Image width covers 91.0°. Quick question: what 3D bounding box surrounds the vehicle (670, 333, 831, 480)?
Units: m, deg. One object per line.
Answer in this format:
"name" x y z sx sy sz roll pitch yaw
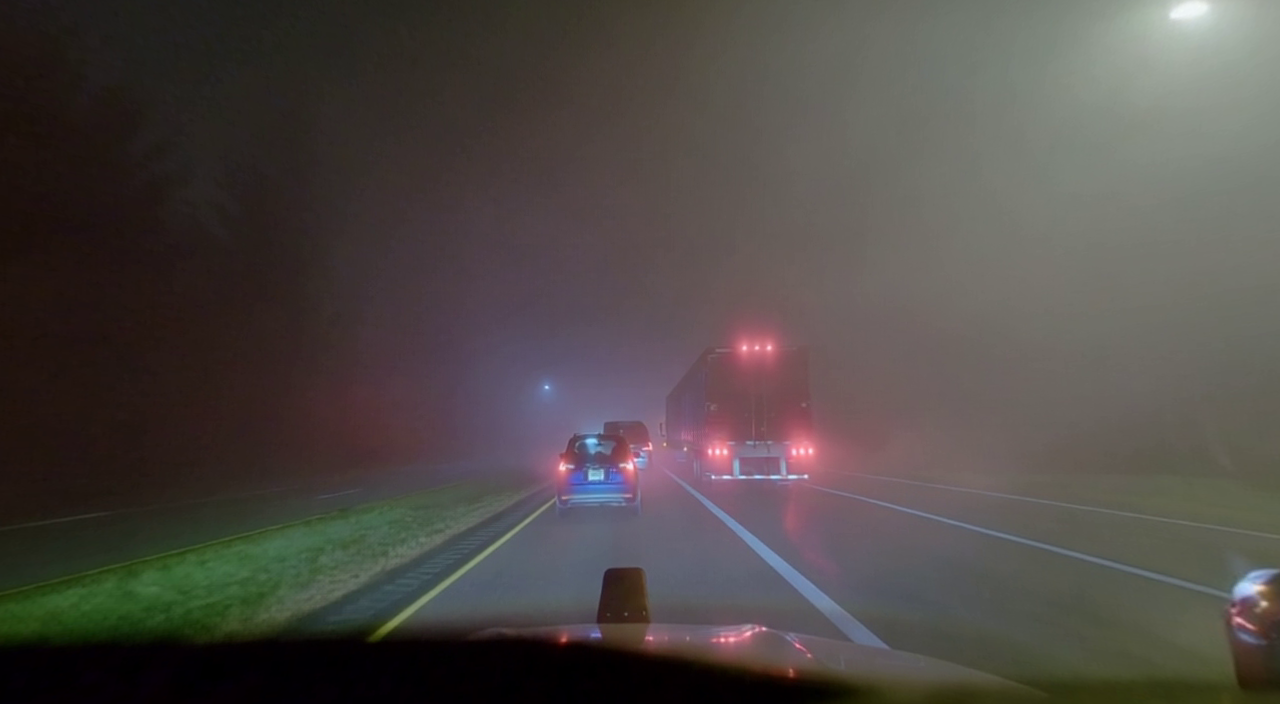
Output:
"vehicle" 3.602 2.751 26.739 3.591 4.290 16.696 0 -8 -1

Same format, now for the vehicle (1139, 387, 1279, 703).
"vehicle" 3.574 0.657 0.852 1.960 1.515 4.713 0 -8 1

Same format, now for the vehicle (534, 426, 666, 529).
"vehicle" -0.638 2.218 11.696 2.009 1.554 4.013 0 -8 -1
